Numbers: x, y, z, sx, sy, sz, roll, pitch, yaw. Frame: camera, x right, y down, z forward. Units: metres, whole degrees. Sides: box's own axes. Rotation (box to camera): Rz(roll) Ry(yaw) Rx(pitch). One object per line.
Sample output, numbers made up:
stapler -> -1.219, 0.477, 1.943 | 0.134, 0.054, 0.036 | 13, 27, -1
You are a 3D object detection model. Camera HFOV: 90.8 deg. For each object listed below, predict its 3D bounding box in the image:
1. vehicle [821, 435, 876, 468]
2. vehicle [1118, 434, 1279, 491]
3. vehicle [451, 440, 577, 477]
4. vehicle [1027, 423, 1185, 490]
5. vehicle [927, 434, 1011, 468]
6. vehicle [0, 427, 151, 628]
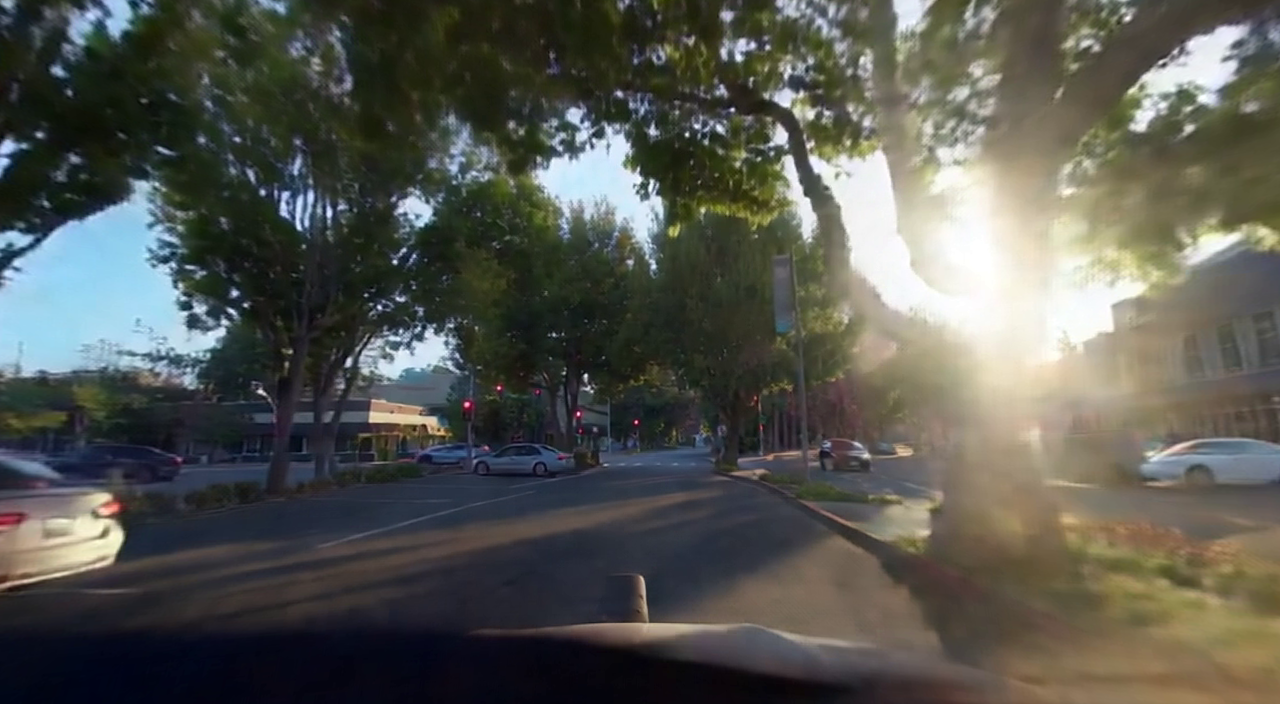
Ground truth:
vehicle -> 10.350, 4.930, 31.684 | 2.061, 1.519, 4.794 | -2, -8, 12
vehicle -> 15.506, 3.035, 17.661 | 1.936, 1.391, 3.874 | -2, -9, 14
vehicle -> -5.304, 4.517, 26.922 | 4.792, 1.468, 2.116 | -2, -9, 12
vehicle -> 13.108, 2.964, 18.190 | 1.921, 1.657, 4.400 | -2, -9, 12
vehicle -> 15.451, 4.673, 29.949 | 1.951, 1.491, 4.359 | -1, -8, 5
vehicle -> -6.950, 1.378, 5.174 | 4.376, 1.476, 1.791 | 0, -8, 1
